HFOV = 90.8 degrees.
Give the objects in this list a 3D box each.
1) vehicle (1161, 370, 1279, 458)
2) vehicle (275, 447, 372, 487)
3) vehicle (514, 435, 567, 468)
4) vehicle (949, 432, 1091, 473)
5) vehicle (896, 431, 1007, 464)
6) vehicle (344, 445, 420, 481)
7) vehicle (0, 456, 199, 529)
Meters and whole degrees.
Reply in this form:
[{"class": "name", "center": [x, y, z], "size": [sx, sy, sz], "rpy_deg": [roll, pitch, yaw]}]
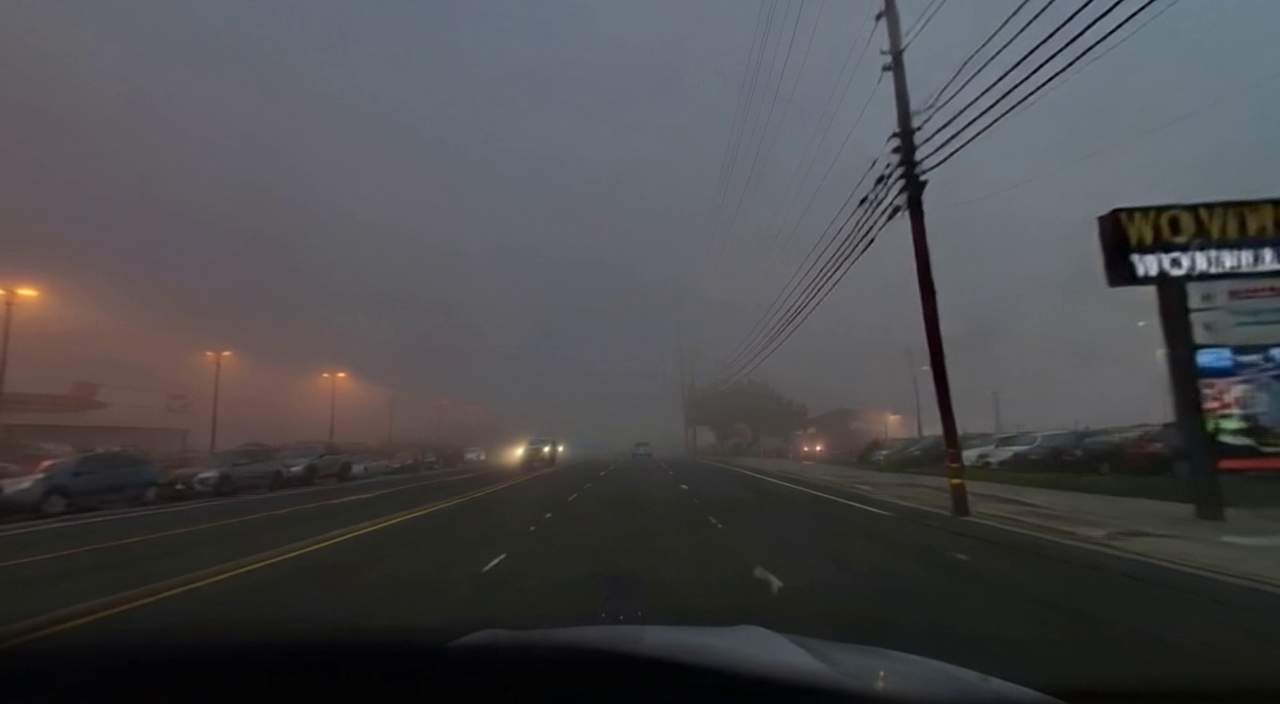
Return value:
[{"class": "vehicle", "center": [29.528, 2.896, 28.893], "size": [8.821, 3.745, 2.909], "rpy_deg": [0, -8, -3]}, {"class": "vehicle", "center": [-13.722, 4.956, 27.713], "size": [1.901, 1.552, 4.541], "rpy_deg": [0, -8, 0]}, {"class": "vehicle", "center": [-5.774, 5.817, 37.225], "size": [2.180, 1.805, 5.170], "rpy_deg": [0, -8, 1]}, {"class": "vehicle", "center": [15.071, 3.994, 25.250], "size": [4.396, 1.412, 1.858], "rpy_deg": [-2, -6, 3]}, {"class": "vehicle", "center": [15.006, 4.617, 30.616], "size": [4.300, 1.431, 1.937], "rpy_deg": [-1, -7, 1]}, {"class": "vehicle", "center": [-13.521, 5.826, 33.471], "size": [1.793, 1.534, 5.400], "rpy_deg": [-2, -7, 0]}, {"class": "vehicle", "center": [-13.639, 3.403, 15.882], "size": [1.791, 1.377, 4.807], "rpy_deg": [-2, -8, -2]}]
